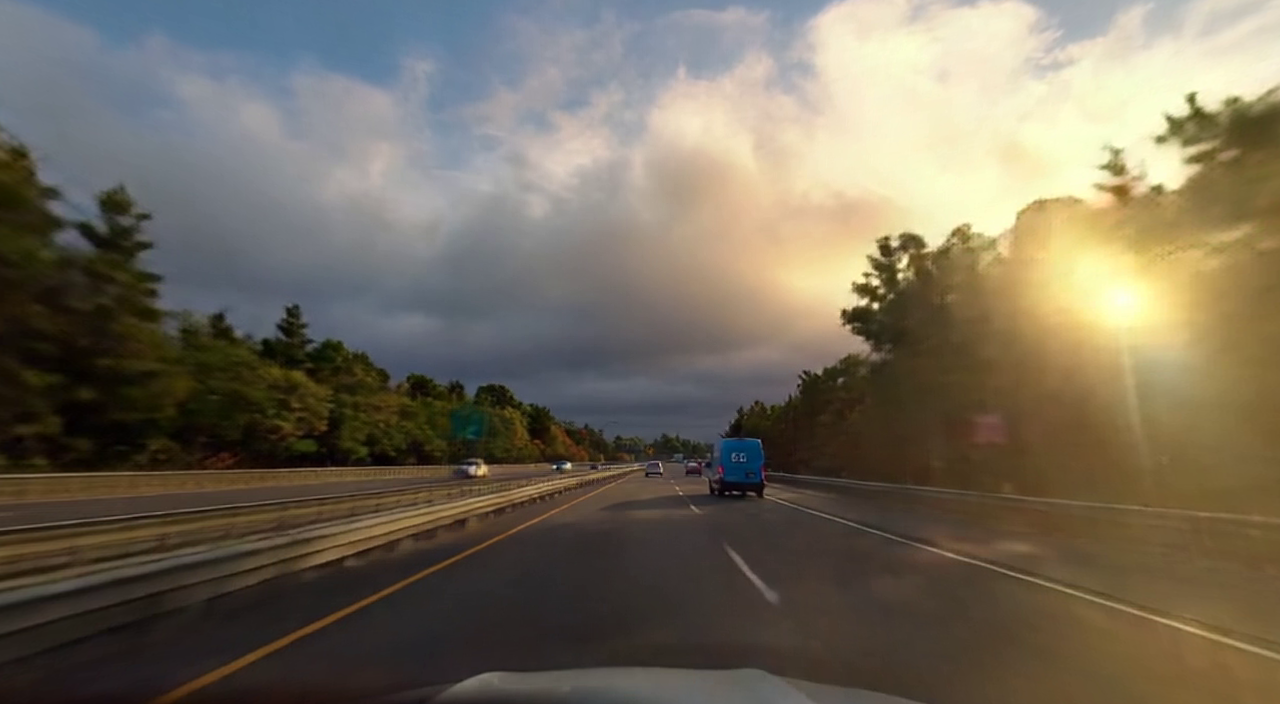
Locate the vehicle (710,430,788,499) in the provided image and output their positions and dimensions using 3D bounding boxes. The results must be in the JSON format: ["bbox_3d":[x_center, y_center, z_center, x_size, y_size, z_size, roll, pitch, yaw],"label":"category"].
[{"bbox_3d":[4.537,4.900,27.359,2.366,2.595,5.793,1,-11,0],"label":"vehicle"}]
